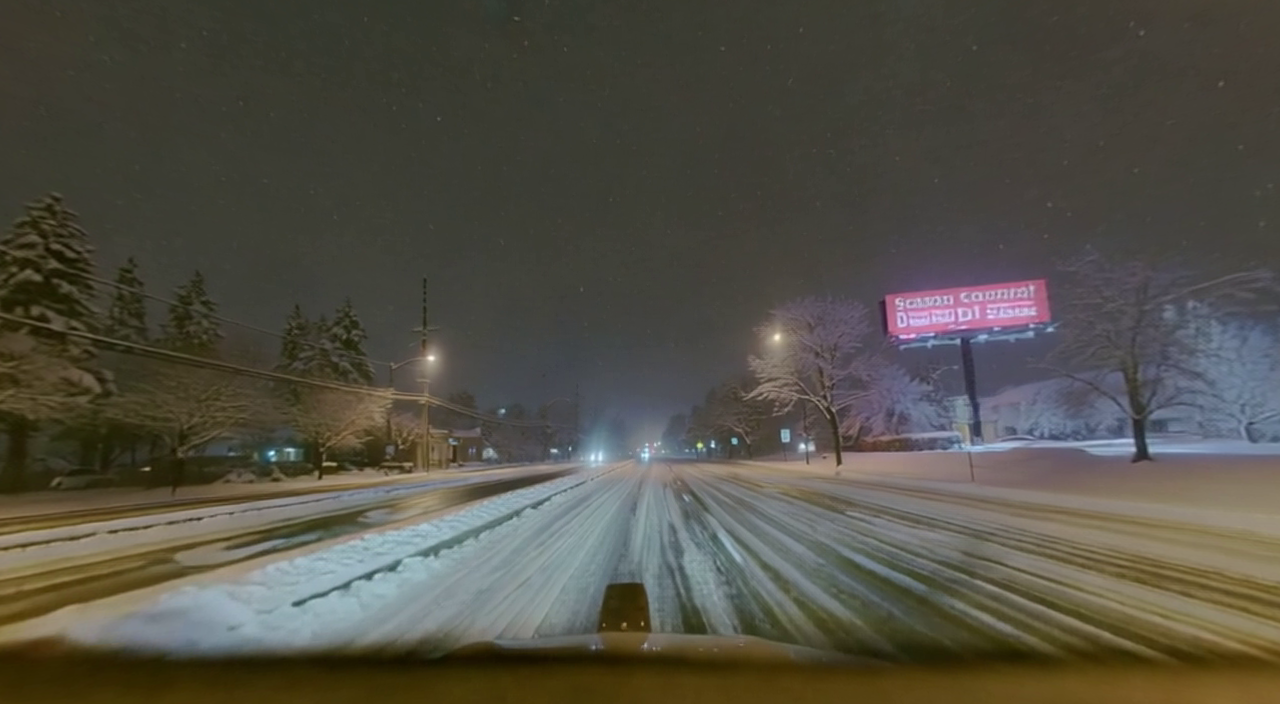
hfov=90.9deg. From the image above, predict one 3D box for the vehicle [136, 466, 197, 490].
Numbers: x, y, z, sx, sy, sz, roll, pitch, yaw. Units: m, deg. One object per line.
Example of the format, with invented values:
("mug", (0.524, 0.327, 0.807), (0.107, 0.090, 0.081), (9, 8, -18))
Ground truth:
("vehicle", (-36.852, 9.806, 49.185), (1.736, 1.540, 3.854), (1, -7, 0))
